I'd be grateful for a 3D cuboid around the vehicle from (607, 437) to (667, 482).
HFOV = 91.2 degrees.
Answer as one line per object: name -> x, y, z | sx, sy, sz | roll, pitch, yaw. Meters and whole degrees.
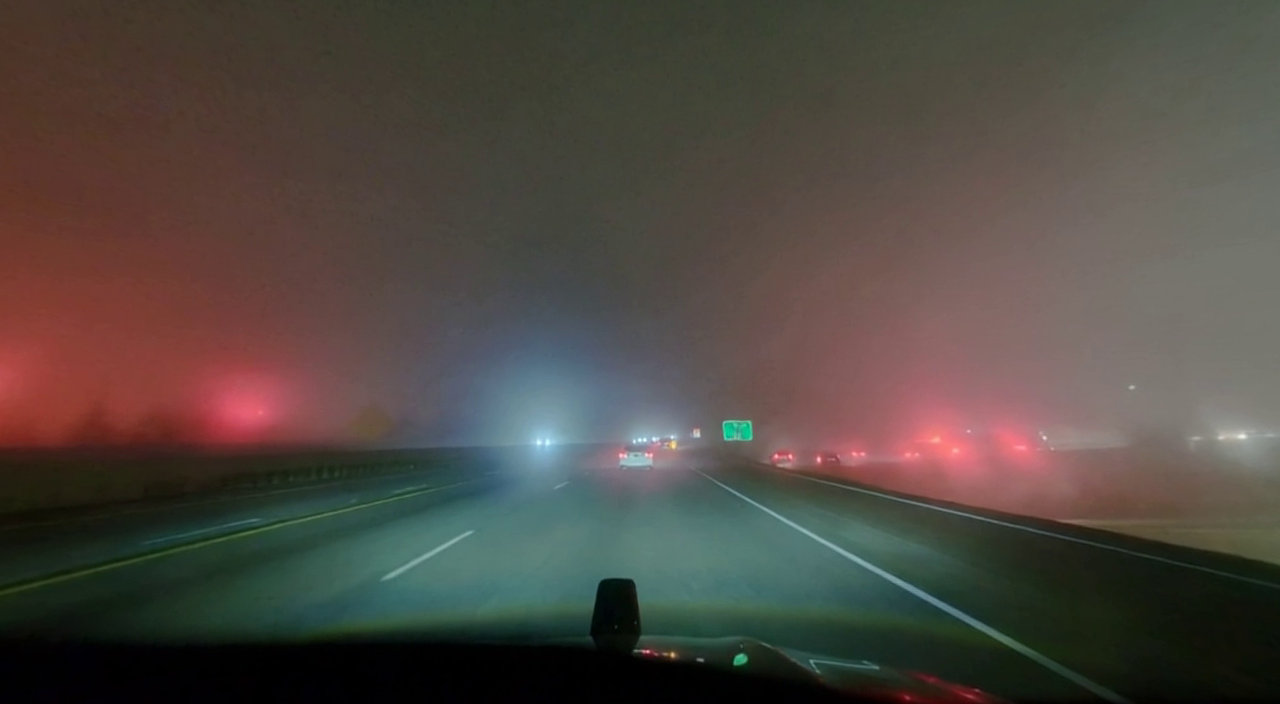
vehicle -> -0.027, 3.974, 23.410 | 2.055, 1.509, 4.255 | -1, -8, 2
